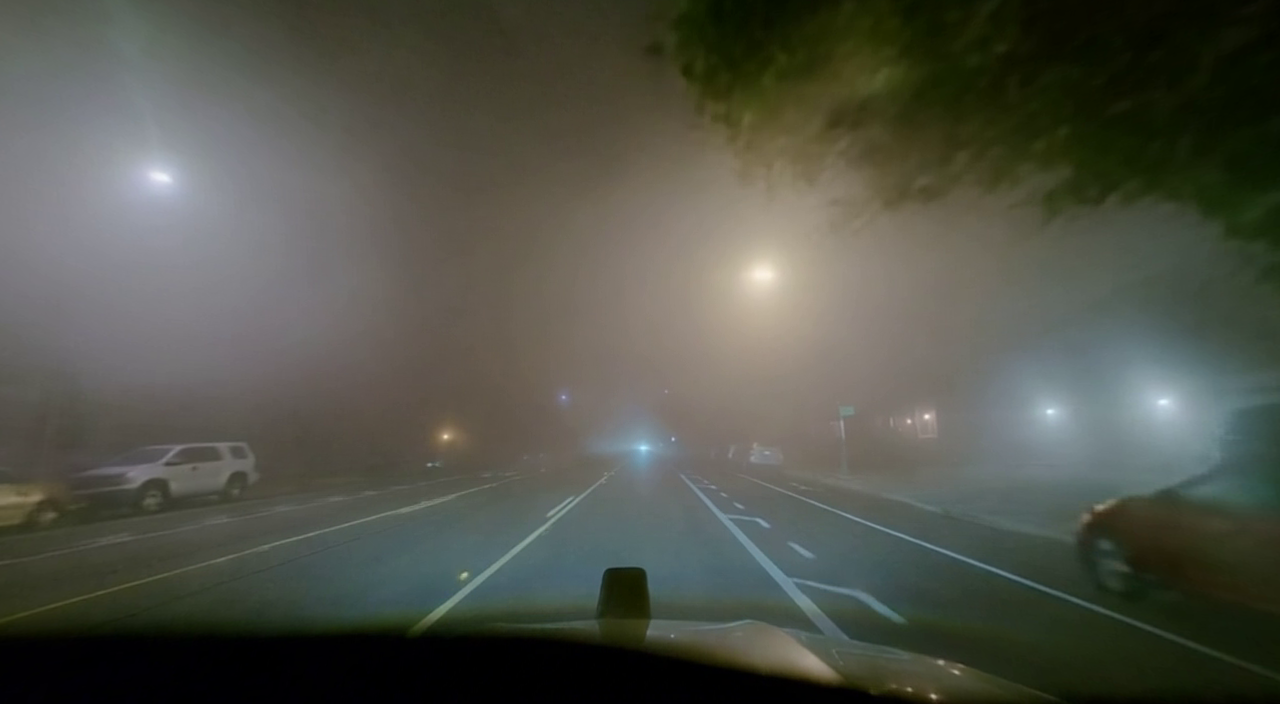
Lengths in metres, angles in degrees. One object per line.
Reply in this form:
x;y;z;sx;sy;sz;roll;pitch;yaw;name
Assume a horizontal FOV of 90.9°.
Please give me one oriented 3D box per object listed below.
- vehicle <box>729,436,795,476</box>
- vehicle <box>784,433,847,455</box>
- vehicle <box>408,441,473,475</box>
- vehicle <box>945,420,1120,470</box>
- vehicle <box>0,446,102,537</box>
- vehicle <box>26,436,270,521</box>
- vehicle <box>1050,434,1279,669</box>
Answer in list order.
5.232;4.522;27.676;1.885;1.603;5.235;0;-8;1;vehicle
13.856;7.302;49.870;4.317;1.595;2.095;1;-9;0;vehicle
-11.489;6.082;36.614;2.054;1.704;4.710;-3;-8;3;vehicle
14.189;3.375;23.027;4.902;1.667;2.162;-1;-8;0;vehicle
-12.046;2.429;10.563;1.940;1.496;4.654;-2;-7;0;vehicle
-12.000;3.062;15.971;2.228;1.766;4.770;1;-8;1;vehicle
5.037;1.236;3.891;2.059;1.449;4.168;0;-10;-2;vehicle
